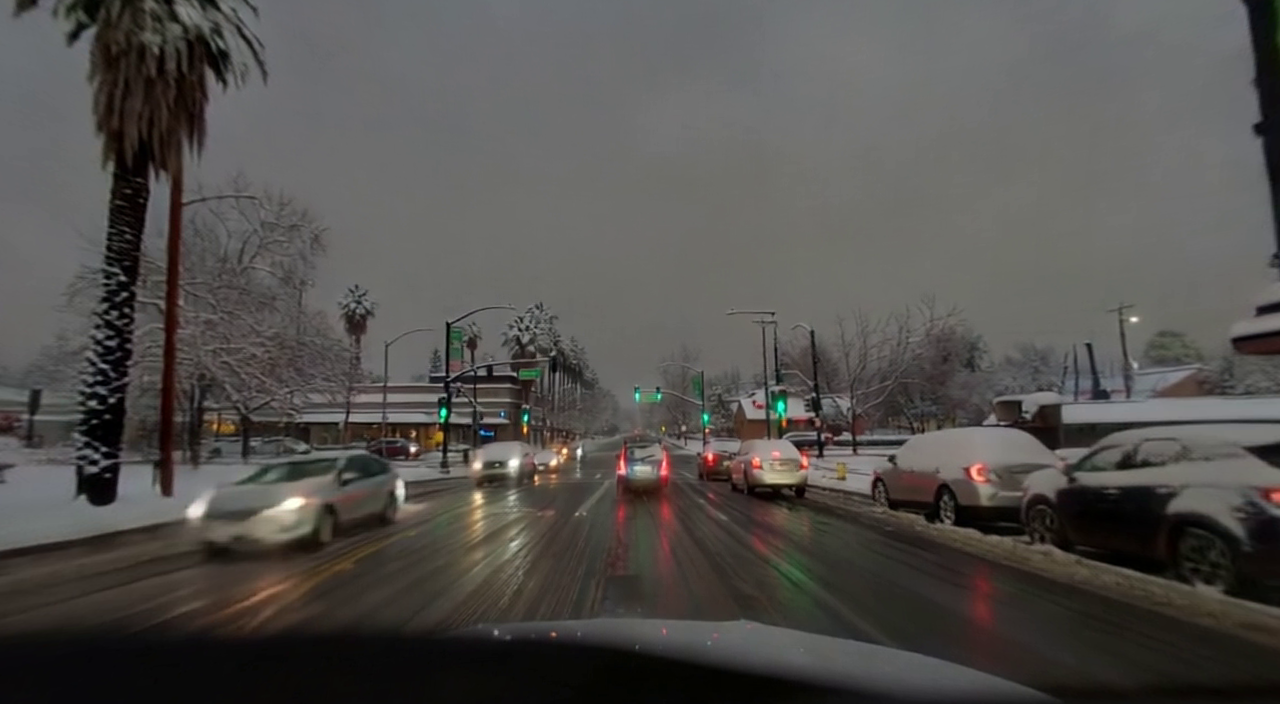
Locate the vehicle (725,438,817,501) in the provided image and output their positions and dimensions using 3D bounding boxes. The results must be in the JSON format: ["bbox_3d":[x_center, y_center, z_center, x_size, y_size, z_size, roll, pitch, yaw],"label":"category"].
[{"bbox_3d":[3.937,3.614,19.787,2.070,1.711,4.480,-1,-9,3],"label":"vehicle"}]

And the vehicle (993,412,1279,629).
[{"bbox_3d":[6.147,1.613,6.755,2.008,1.729,4.647,0,-9,0],"label":"vehicle"}]

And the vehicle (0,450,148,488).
[{"bbox_3d":[-25.687,5.239,28.709,1.873,1.507,4.809,-4,-9,23],"label":"vehicle"}]

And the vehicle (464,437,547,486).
[{"bbox_3d":[-5.332,4.413,25.757,2.341,1.762,4.865,0,-9,-1],"label":"vehicle"}]

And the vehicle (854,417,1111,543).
[{"bbox_3d":[6.149,2.363,12.354,1.981,1.893,5.238,0,-9,-1],"label":"vehicle"}]

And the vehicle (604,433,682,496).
[{"bbox_3d":[0.034,3.612,20.667,2.264,1.798,4.531,0,-9,-1],"label":"vehicle"}]

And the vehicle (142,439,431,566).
[{"bbox_3d":[-5.020,2.175,9.916,2.092,1.504,4.374,0,-9,-2],"label":"vehicle"}]
